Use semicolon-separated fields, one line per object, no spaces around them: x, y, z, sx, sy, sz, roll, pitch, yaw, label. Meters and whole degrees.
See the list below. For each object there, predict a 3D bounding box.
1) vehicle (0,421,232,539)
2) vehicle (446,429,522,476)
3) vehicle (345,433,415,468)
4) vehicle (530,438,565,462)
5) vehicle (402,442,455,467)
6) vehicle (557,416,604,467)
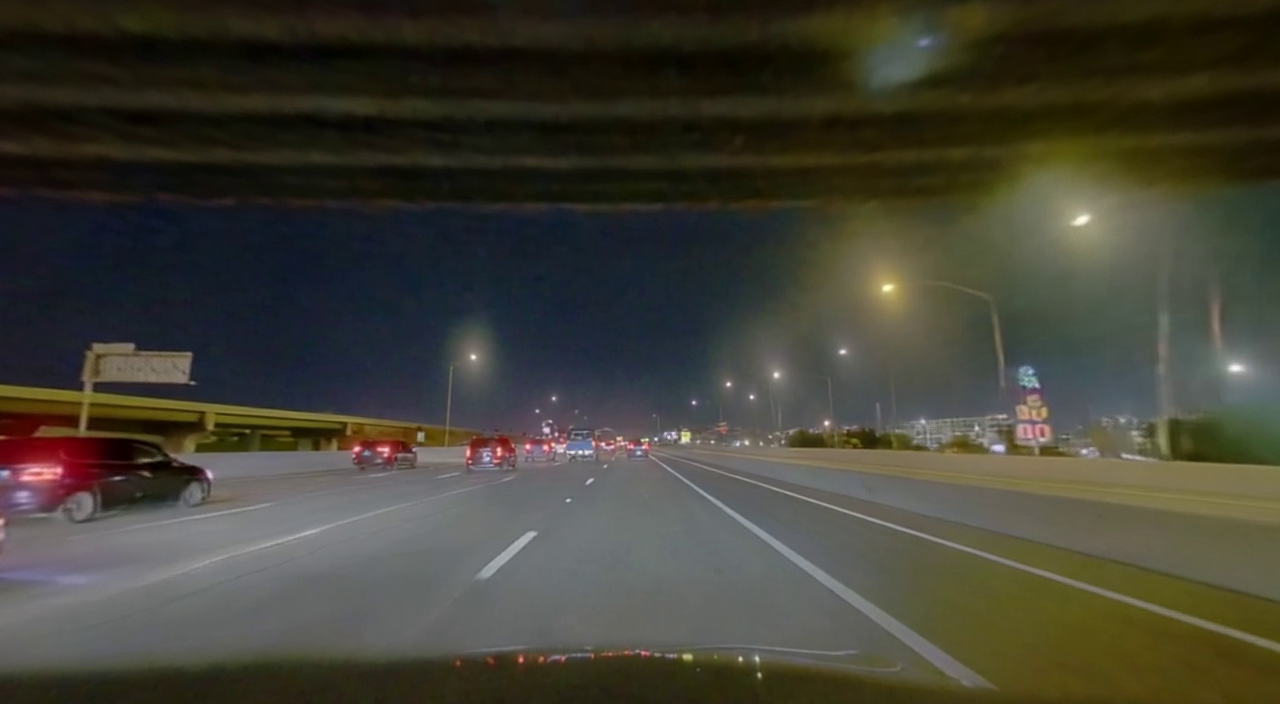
-10.108;2.235;11.613;1.940;1.706;4.678;0;-8;0;vehicle
-6.953;4.542;28.532;2.179;1.948;4.618;0;-8;1;vehicle
-17.140;6.546;41.813;2.258;2.139;5.495;0;-8;1;vehicle
-7.184;7.679;49.382;2.109;1.784;4.709;0;-8;-1;vehicle
-13.605;6.612;40.638;1.899;1.485;4.368;0;-8;0;vehicle
-3.504;5.492;38.434;2.301;2.843;6.458;0;-8;-1;vehicle
